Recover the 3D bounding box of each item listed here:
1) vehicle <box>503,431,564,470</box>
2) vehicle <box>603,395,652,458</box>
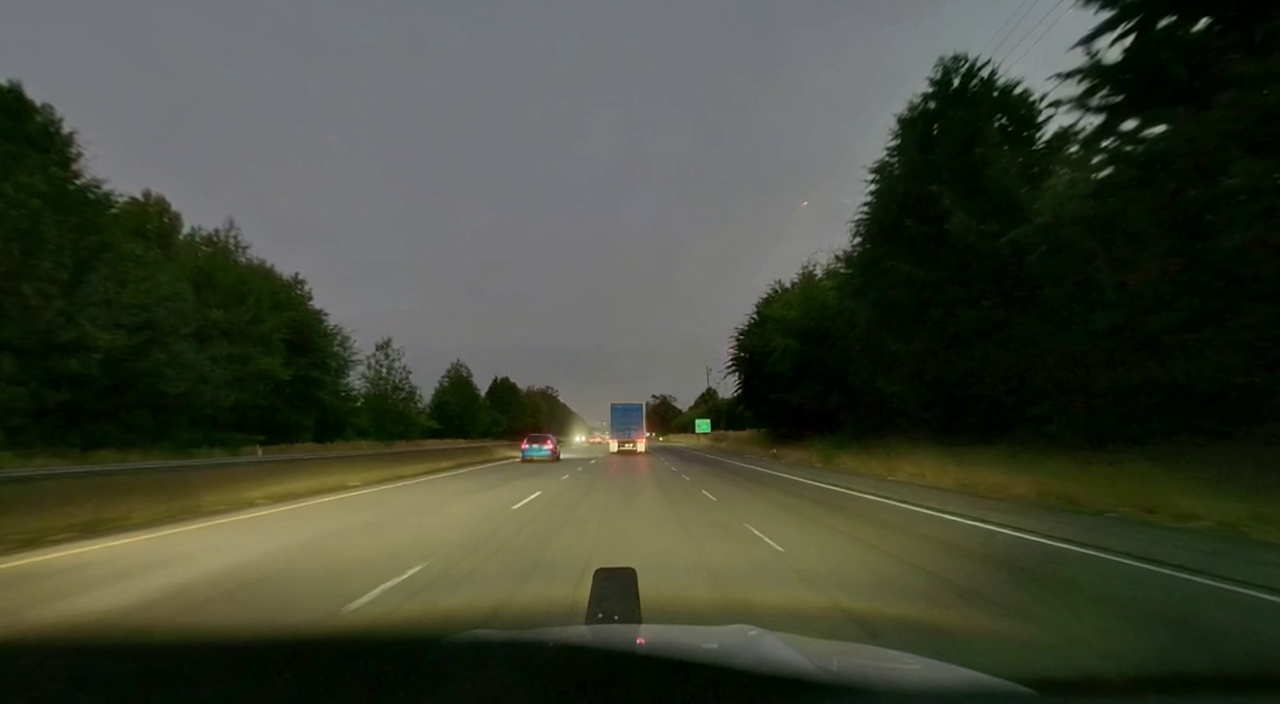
[{"bbox_3d":[-4.524,4.218,27.287,1.934,1.549,4.194,0,-8,-1],"label":"vehicle"},{"bbox_3d":[-0.782,5.202,43.560,2.955,3.851,9.915,0,-8,0],"label":"vehicle"}]
